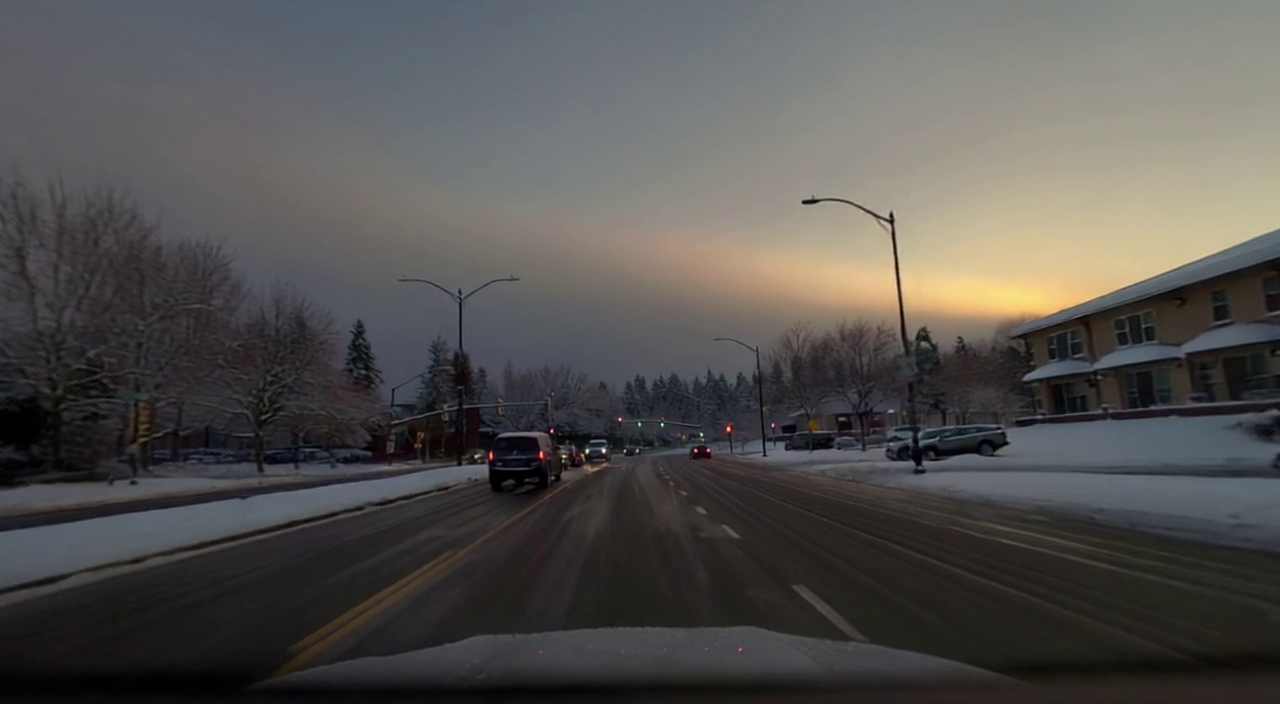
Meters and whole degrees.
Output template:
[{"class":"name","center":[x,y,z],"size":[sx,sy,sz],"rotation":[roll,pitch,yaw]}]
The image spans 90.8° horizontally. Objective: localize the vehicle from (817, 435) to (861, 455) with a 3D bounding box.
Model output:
[{"class":"vehicle","center":[14.926,6.987,47.563],"size":[1.865,1.425,4.439],"rotation":[0,-9,0]}]

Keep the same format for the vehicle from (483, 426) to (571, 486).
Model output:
[{"class":"vehicle","center":[-3.922,3.732,22.886],"size":[2.220,1.888,4.904],"rotation":[0,-9,0]}]

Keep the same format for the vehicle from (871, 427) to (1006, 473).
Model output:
[{"class":"vehicle","center":[11.745,3.902,25.229],"size":[4.399,1.722,2.202],"rotation":[-2,-9,12]}]
